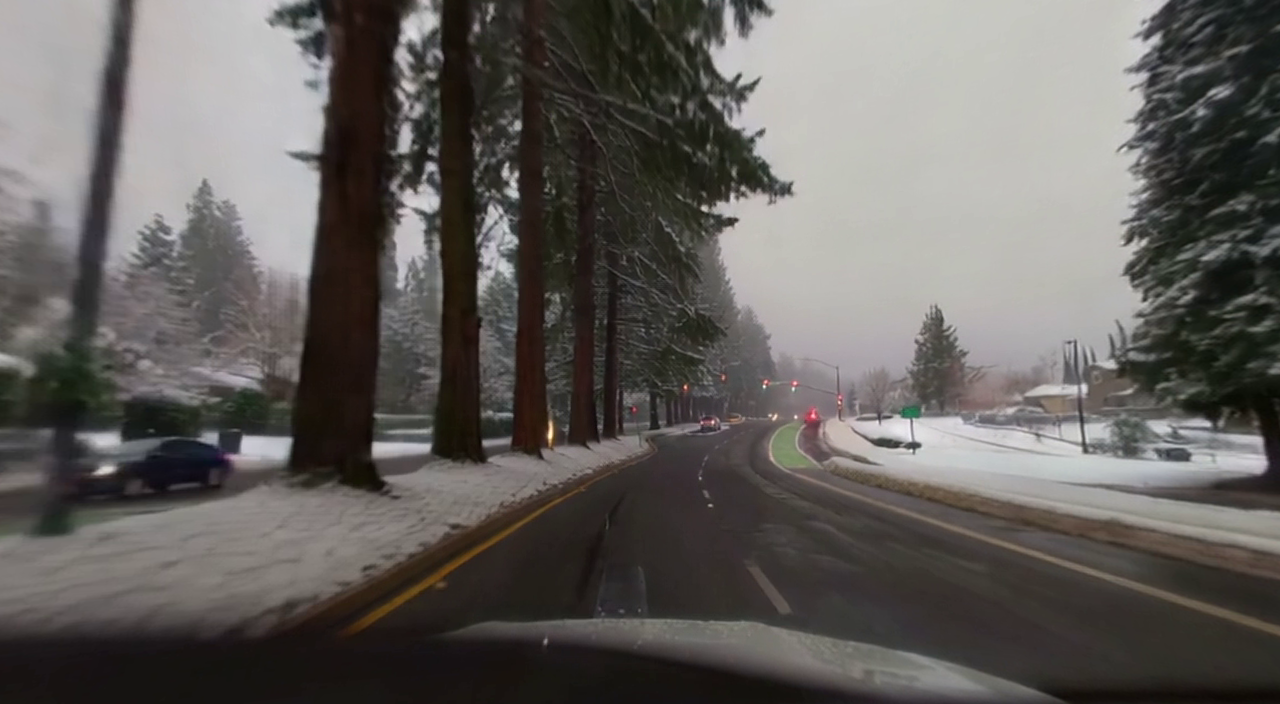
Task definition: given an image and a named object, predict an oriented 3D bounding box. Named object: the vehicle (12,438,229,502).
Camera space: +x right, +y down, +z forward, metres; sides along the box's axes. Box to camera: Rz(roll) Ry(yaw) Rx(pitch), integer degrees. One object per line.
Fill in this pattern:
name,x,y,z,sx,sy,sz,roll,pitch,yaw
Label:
vehicle,-14.570,3.308,18.206,2.061,1.559,4.729,-1,-8,3
